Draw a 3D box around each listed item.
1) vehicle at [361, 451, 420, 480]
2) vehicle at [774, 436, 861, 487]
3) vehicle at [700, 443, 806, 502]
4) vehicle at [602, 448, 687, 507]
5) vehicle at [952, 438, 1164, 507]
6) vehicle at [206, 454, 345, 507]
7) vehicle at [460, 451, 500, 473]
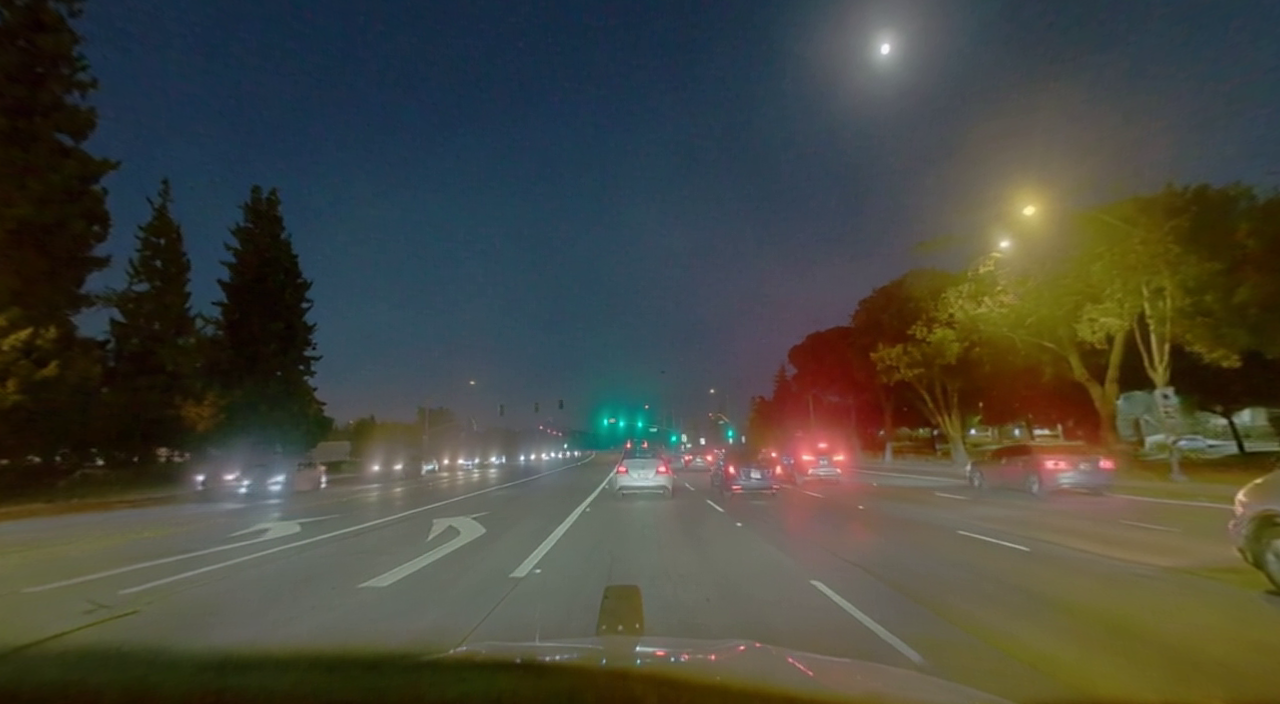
[{"bbox_3d":[-15.888,7.217,40.529,1.908,1.703,4.547,0,-8,0],"label":"vehicle"},{"bbox_3d":[6.390,3.988,23.289,1.931,1.685,4.054,0,-8,-1],"label":"vehicle"},{"bbox_3d":[3.055,3.366,18.246,1.970,1.445,4.974,0,-8,-2],"label":"vehicle"},{"bbox_3d":[0.046,3.236,16.795,1.990,1.347,4.067,0,-8,-2],"label":"vehicle"},{"bbox_3d":[10.451,3.022,16.458,1.890,1.488,5.113,0,-8,-2],"label":"vehicle"},{"bbox_3d":[-12.059,4.248,21.340,2.002,1.500,4.536,0,-8,0],"label":"vehicle"},{"bbox_3d":[-12.226,8.413,48.515,1.896,1.484,4.473,0,-8,1],"label":"vehicle"}]
